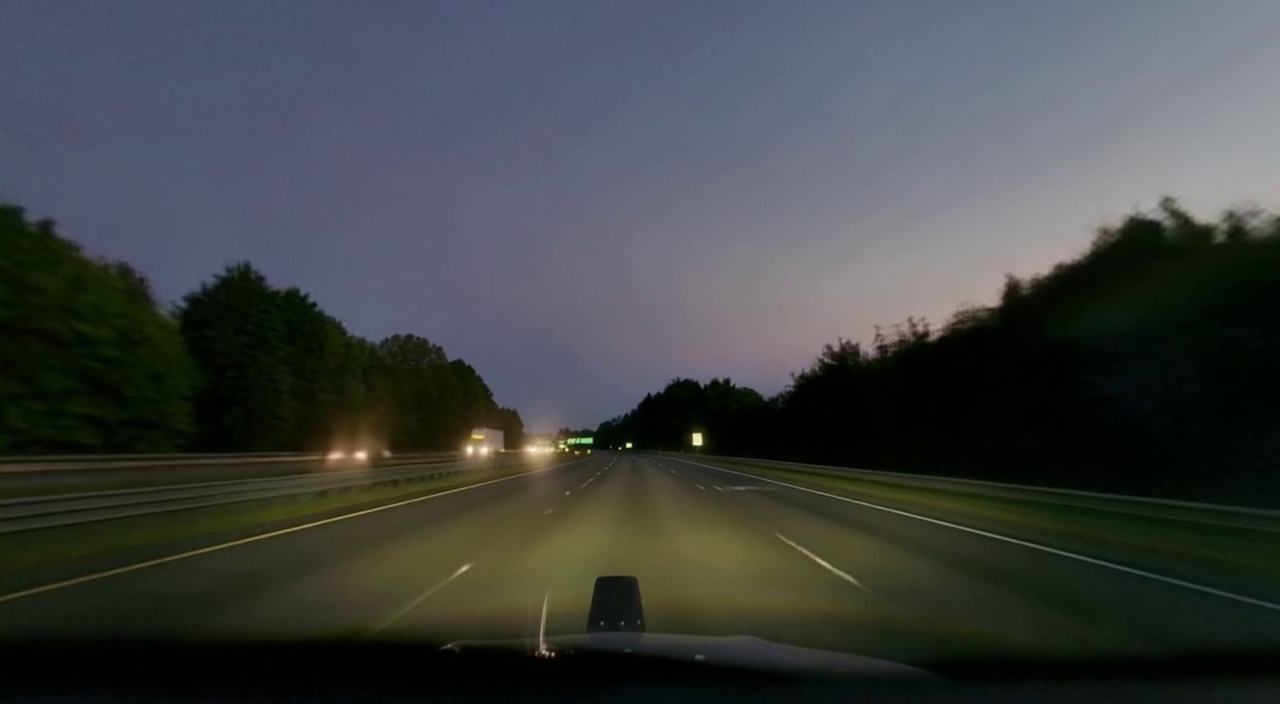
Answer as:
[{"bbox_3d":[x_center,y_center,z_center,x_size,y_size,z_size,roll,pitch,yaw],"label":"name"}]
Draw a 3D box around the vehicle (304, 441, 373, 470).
[{"bbox_3d":[-15.927,5.482,33.461,1.834,1.454,3.628,0,-9,1],"label":"vehicle"}]
